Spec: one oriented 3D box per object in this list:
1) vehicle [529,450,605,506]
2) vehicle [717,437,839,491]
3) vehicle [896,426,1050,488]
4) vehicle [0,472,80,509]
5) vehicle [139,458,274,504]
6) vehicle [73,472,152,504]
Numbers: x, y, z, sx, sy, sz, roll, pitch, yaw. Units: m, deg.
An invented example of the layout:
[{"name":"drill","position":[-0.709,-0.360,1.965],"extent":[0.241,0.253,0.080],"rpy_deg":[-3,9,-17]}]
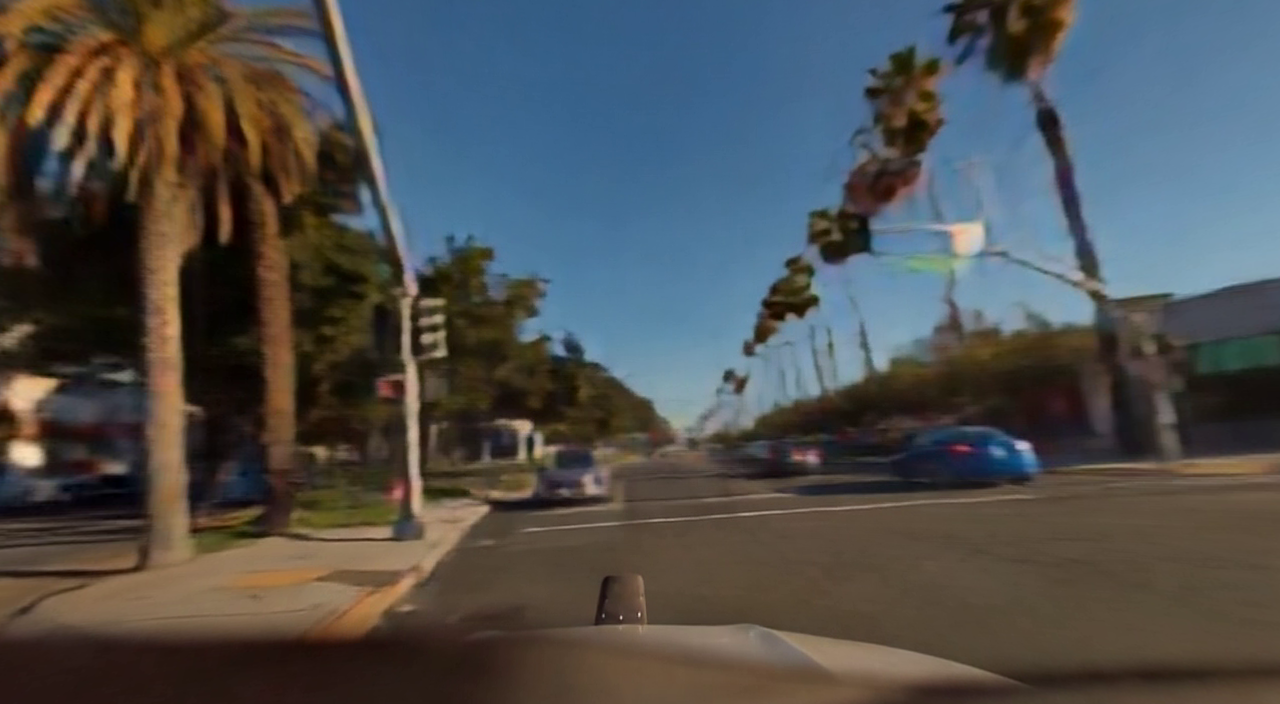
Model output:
[{"name":"vehicle","position":[-2.471,3.943,20.299],"extent":[1.951,1.546,4.597],"rpy_deg":[1,-9,-12]},{"name":"vehicle","position":[4.277,3.570,20.523],"extent":[2.068,1.509,4.687],"rpy_deg":[1,-9,-12]},{"name":"vehicle","position":[8.872,2.851,17.331],"extent":[2.089,1.471,4.206],"rpy_deg":[-1,-9,3]},{"name":"vehicle","position":[-32.640,7.338,33.742],"extent":[1.992,1.533,4.178],"rpy_deg":[4,-8,-10]},{"name":"vehicle","position":[-18.038,5.343,26.433],"extent":[4.286,1.569,2.068],"rpy_deg":[0,-4,6]},{"name":"vehicle","position":[-29.404,7.541,35.348],"extent":[1.787,1.464,3.877],"rpy_deg":[-1,-9,-14]}]
